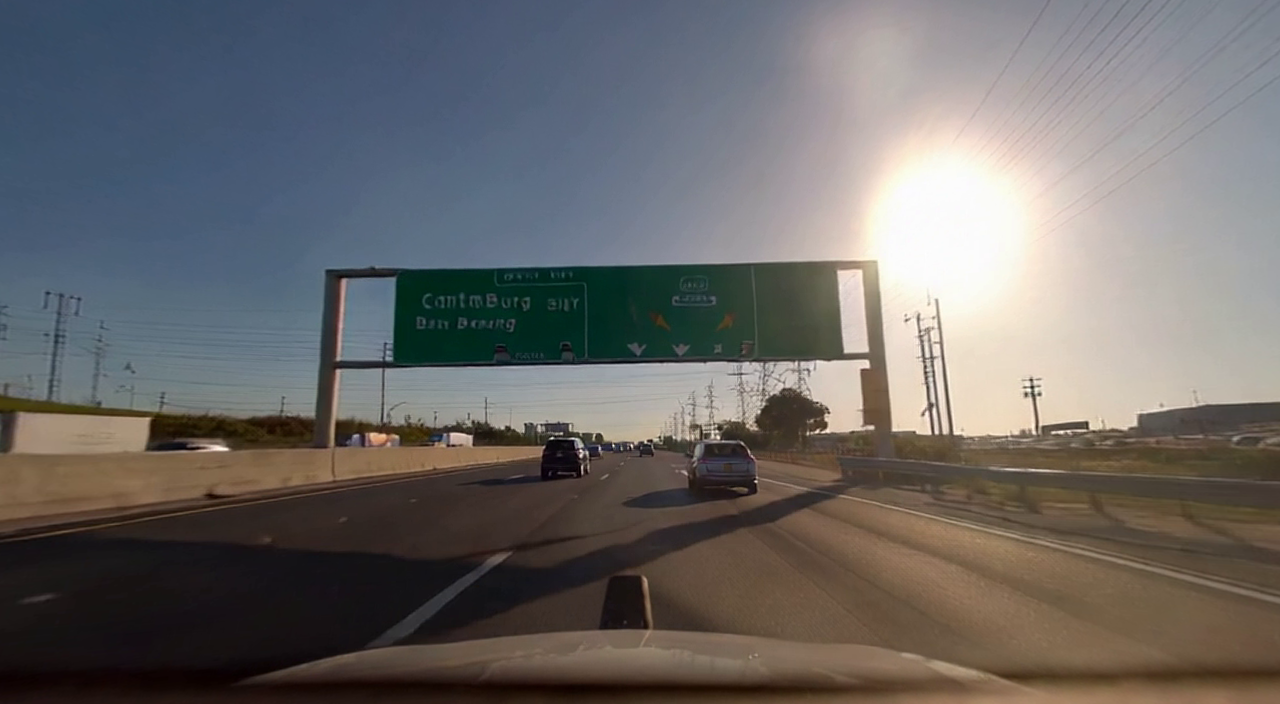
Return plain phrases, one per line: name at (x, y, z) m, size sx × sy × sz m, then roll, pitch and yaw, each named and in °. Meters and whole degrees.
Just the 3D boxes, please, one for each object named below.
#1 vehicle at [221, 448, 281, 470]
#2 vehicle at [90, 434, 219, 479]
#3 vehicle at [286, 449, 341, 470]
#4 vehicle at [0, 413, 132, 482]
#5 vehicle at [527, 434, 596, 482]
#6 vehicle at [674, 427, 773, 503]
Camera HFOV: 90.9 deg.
vehicle at (-29.346, 8.059, 47.772) m, size 1.762 × 1.498 × 4.459 m, roll -1°, pitch -8°, yaw -1°
vehicle at (-22.908, 4.941, 30.066) m, size 2.258 × 1.959 × 4.897 m, roll 0°, pitch -8°, yaw -1°
vehicle at (-24.707, 8.104, 47.878) m, size 2.060 × 1.474 × 3.952 m, roll 0°, pitch -8°, yaw -2°
vehicle at (-32.608, 4.990, 32.943) m, size 2.955 × 3.302 × 11.152 m, roll 0°, pitch -8°, yaw -1°
vehicle at (-3.088, 4.256, 25.707) m, size 2.125 × 1.764 × 4.393 m, roll 0°, pitch -8°, yaw 1°
vehicle at (2.024, 2.905, 16.599) m, size 2.134 × 1.733 × 4.049 m, roll 0°, pitch -8°, yaw 1°
